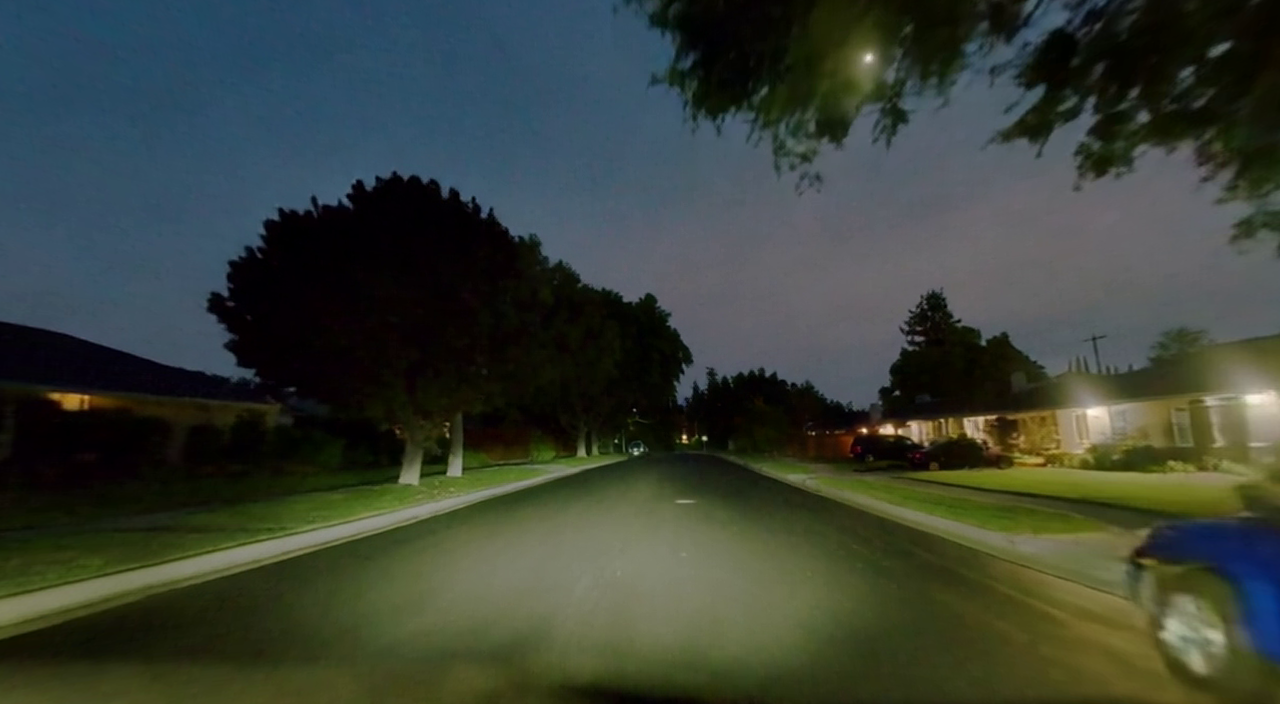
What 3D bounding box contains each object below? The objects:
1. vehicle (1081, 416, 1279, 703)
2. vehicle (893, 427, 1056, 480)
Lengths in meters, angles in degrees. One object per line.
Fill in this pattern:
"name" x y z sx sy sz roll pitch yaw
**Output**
"vehicle" 3.654 0.880 1.676 2.006 1.494 4.211 0 -9 2
"vehicle" 12.036 3.698 22.924 4.710 1.512 1.894 -5 -9 3
